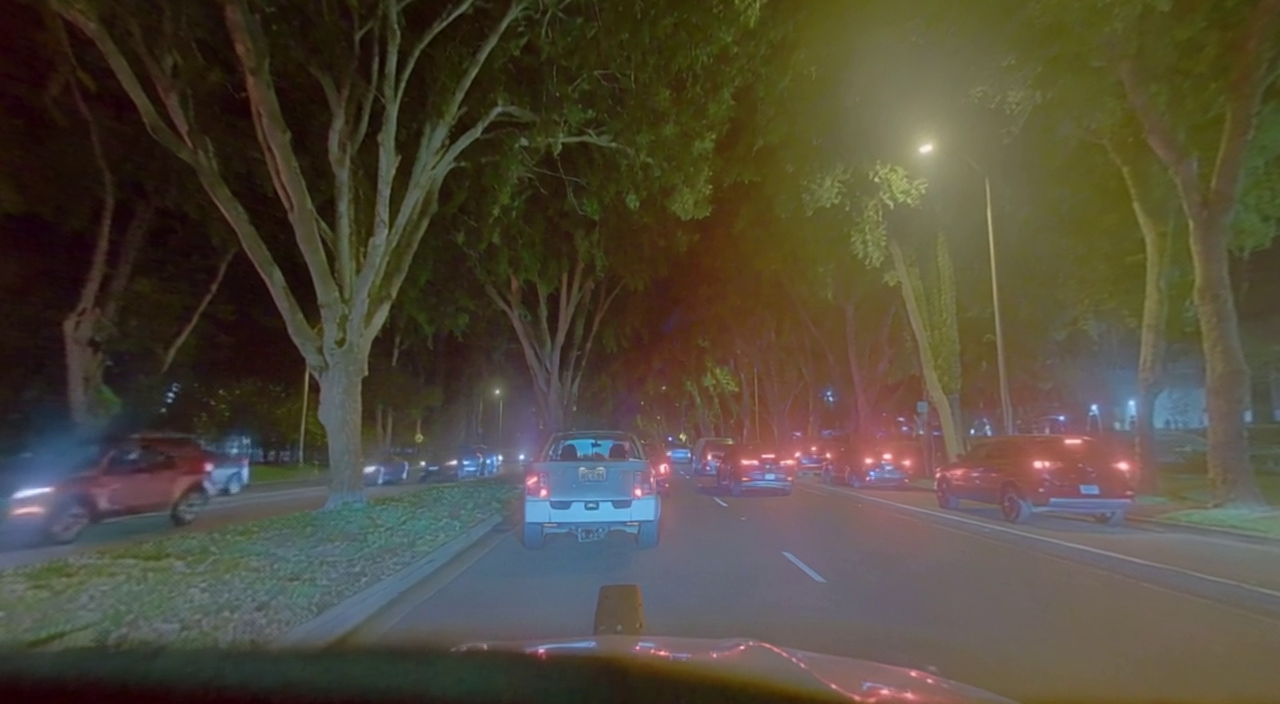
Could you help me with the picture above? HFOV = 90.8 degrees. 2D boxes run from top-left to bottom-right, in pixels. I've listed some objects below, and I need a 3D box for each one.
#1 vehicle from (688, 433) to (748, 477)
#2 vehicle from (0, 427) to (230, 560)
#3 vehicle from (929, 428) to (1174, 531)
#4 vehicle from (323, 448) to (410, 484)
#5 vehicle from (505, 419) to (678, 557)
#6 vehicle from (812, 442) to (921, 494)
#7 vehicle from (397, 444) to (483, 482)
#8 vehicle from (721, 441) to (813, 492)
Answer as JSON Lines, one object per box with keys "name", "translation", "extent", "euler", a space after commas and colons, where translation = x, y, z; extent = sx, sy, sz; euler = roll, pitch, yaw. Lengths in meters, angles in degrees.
{"name": "vehicle", "translation": [3.516, 4.709, 29.224], "extent": [2.114, 1.846, 4.659], "euler": [0, -8, -1]}
{"name": "vehicle", "translation": [-8.879, 2.091, 10.074], "extent": [1.920, 1.663, 4.036], "euler": [0, -8, 0]}
{"name": "vehicle", "translation": [7.866, 2.449, 12.757], "extent": [2.168, 1.709, 4.289], "euler": [0, -8, 2]}
{"name": "vehicle", "translation": [-11.926, 4.991, 27.947], "extent": [1.866, 1.404, 4.507], "euler": [0, -8, 0]}
{"name": "vehicle", "translation": [-0.728, 1.934, 9.639], "extent": [2.106, 1.655, 3.717], "euler": [1, -8, -5]}
{"name": "vehicle", "translation": [7.242, 3.736, 20.760], "extent": [1.977, 1.485, 4.308], "euler": [0, -8, 0]}
{"name": "vehicle", "translation": [-8.284, 4.617, 26.640], "extent": [2.039, 1.466, 4.553], "euler": [0, -8, 1]}
{"name": "vehicle", "translation": [3.993, 3.675, 20.757], "extent": [2.175, 1.477, 4.520], "euler": [0, -8, 1]}
